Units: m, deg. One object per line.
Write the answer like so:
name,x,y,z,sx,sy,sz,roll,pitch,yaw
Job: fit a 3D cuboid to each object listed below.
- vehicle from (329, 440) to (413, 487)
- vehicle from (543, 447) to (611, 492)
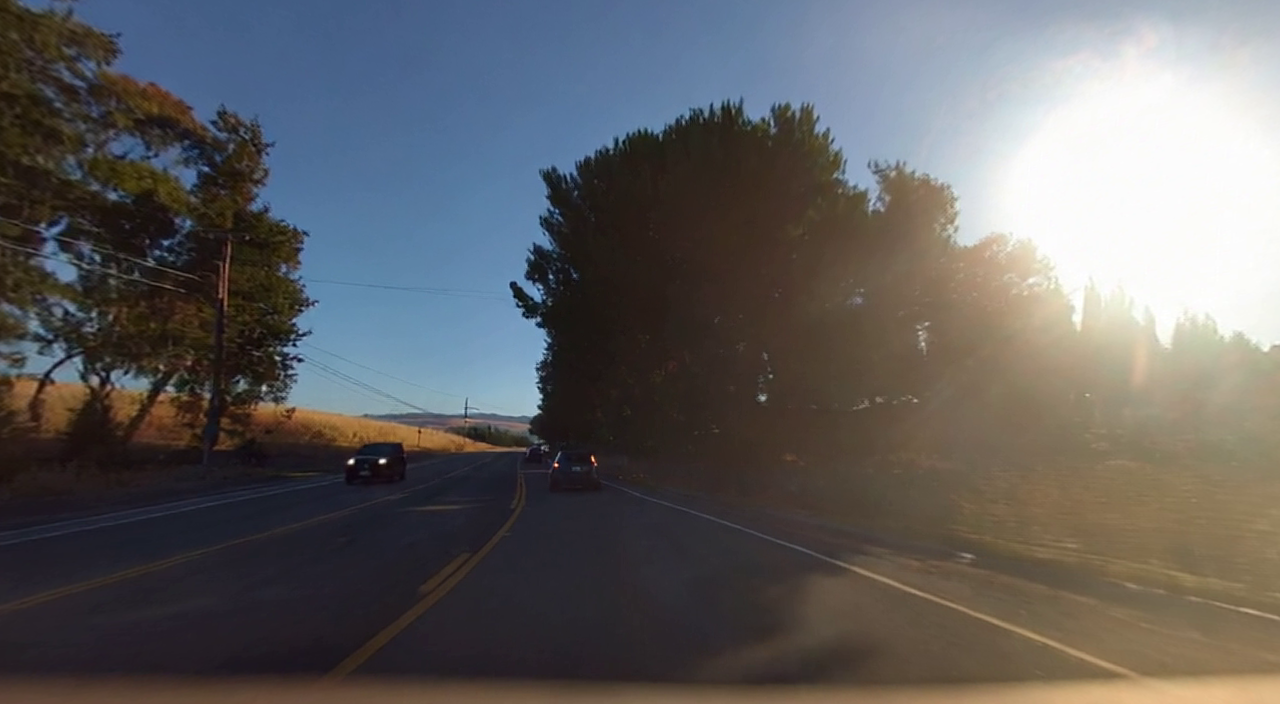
vehicle,-10.129,4.199,24.041,1.894,1.621,3.900,1,-9,-8
vehicle,-2.479,4.359,23.777,2.296,1.510,4.068,1,-9,-9
